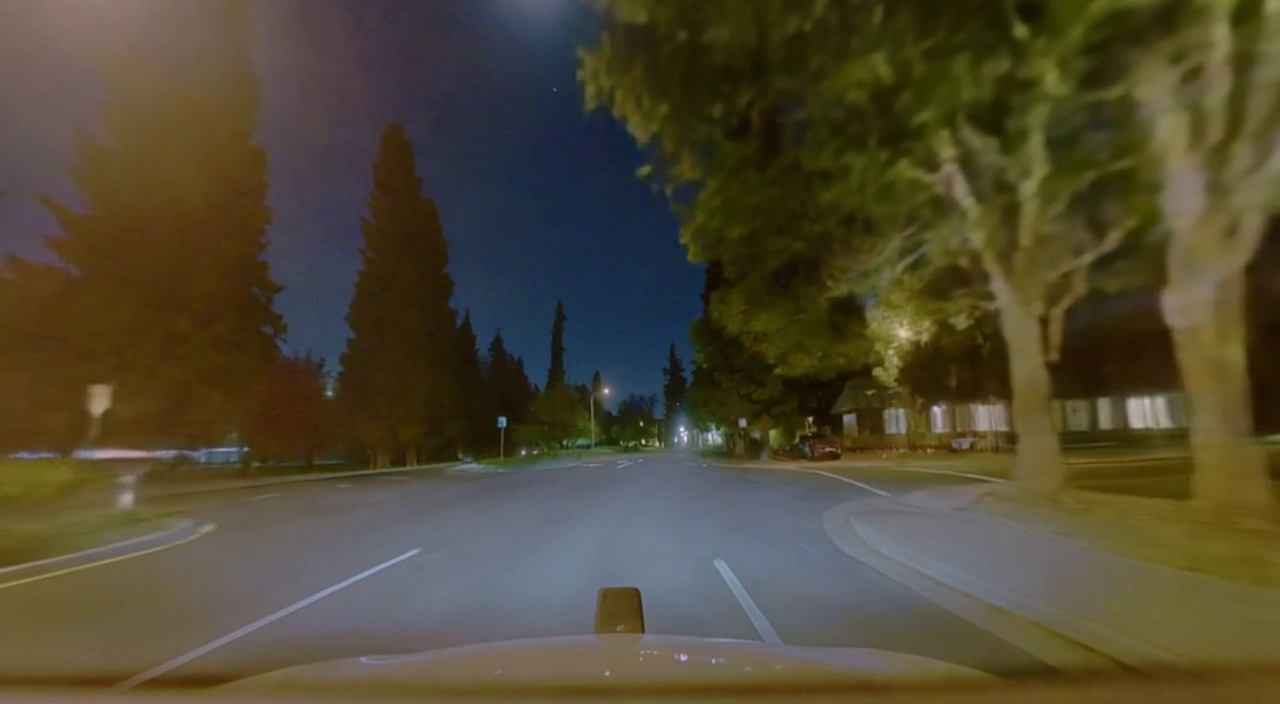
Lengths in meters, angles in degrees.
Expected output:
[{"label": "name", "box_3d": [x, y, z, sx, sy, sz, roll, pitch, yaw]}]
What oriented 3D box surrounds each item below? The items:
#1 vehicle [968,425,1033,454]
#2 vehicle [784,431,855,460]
[{"label": "vehicle", "box_3d": [20.707, 4.981, 36.221, 4.241, 1.560, 1.979, 6, -10, -43]}, {"label": "vehicle", "box_3d": [11.882, 6.207, 42.111, 2.199, 1.661, 4.495, 5, -7, -23]}]
